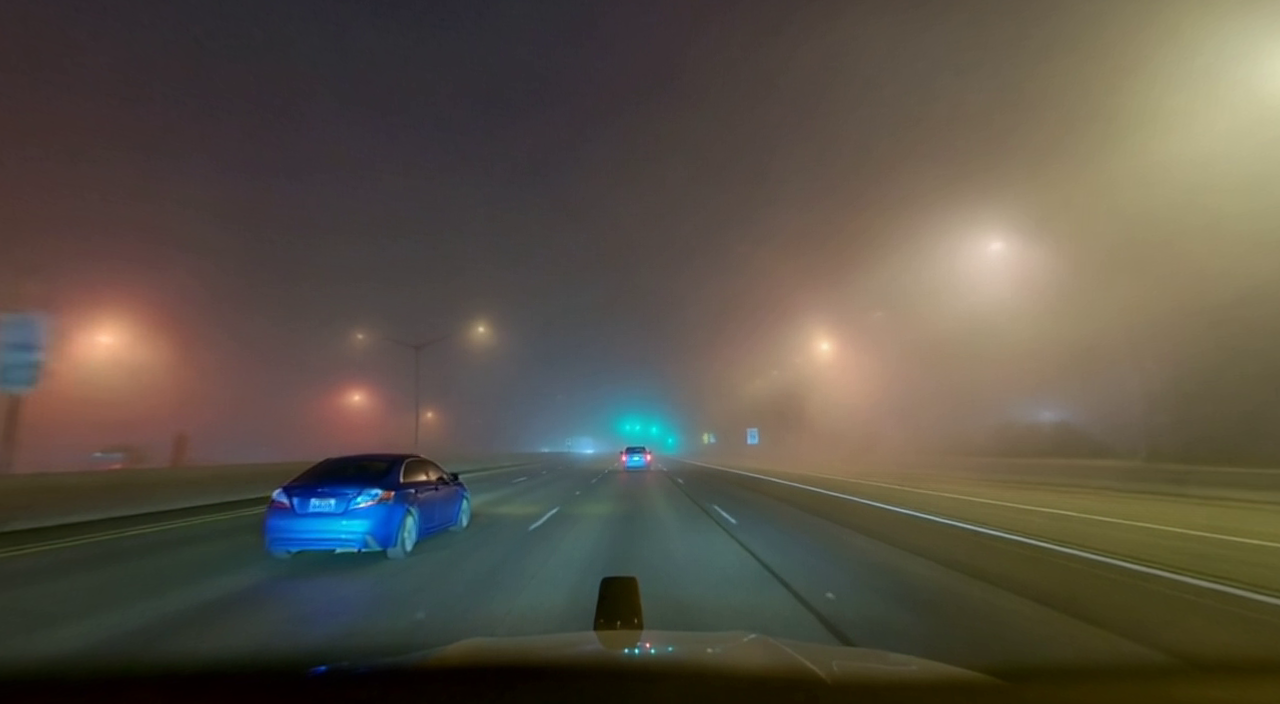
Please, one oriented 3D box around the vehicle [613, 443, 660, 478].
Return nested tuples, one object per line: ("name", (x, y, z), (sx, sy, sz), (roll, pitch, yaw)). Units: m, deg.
("vehicle", (-0.189, 5.081, 29.550), (2.055, 1.501, 4.321), (0, -9, -1))
